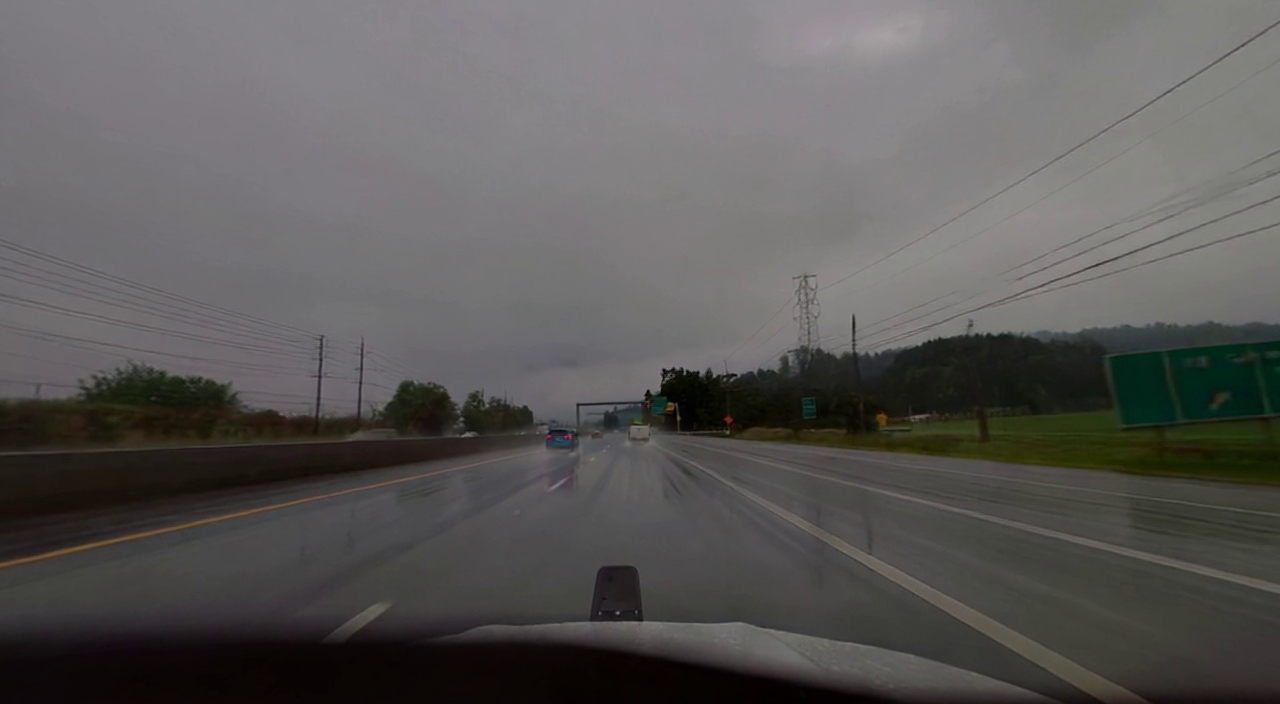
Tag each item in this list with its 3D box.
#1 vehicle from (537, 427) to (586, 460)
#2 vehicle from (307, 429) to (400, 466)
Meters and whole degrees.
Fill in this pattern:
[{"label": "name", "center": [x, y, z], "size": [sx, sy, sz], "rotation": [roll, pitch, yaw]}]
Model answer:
[{"label": "vehicle", "center": [-4.007, 4.723, 32.722], "size": [2.023, 1.580, 4.259], "rotation": [0, -8, -1]}, {"label": "vehicle", "center": [-12.638, 4.232, 28.112], "size": [2.096, 1.515, 4.436], "rotation": [0, -8, 0]}]
